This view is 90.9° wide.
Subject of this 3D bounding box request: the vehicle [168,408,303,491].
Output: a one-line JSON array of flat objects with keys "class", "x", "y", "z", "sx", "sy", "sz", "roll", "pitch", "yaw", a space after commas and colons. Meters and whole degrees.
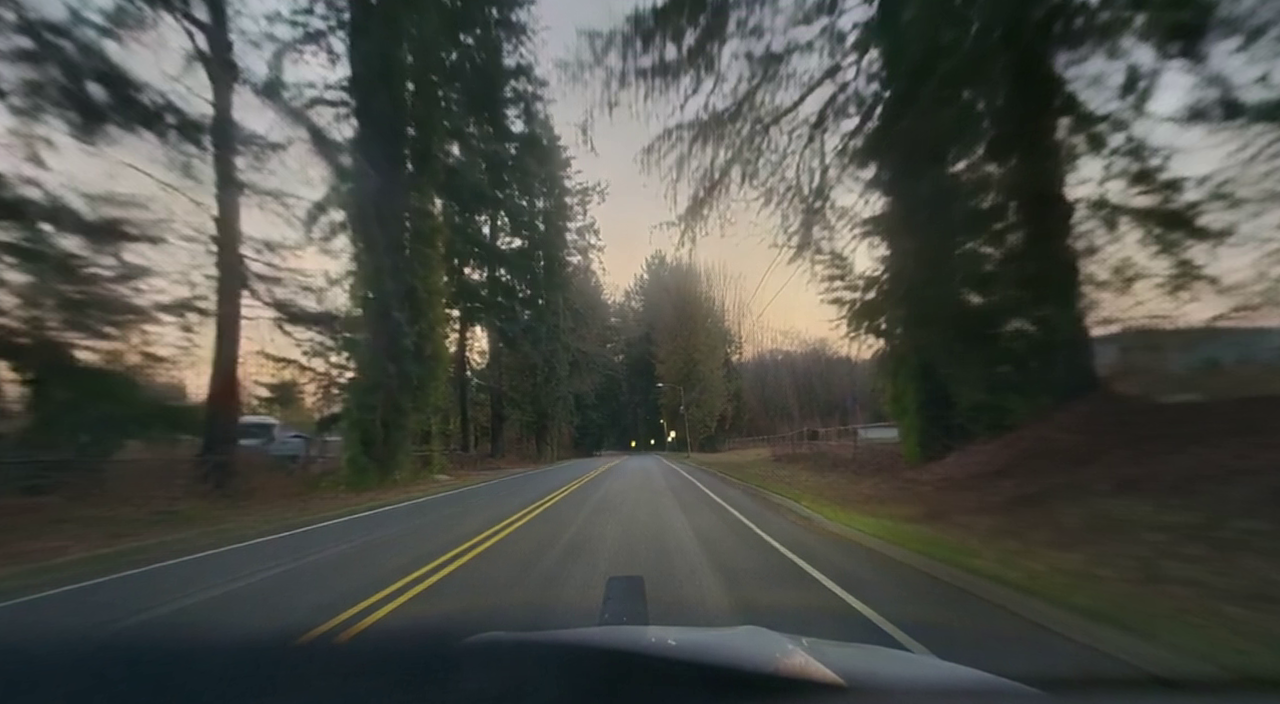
[{"class": "vehicle", "x": -23.132, "y": 5.634, "z": 36.625, "sx": 3.118, "sy": 4.309, "sz": 6.820, "roll": 0, "pitch": -8, "yaw": 0}]
